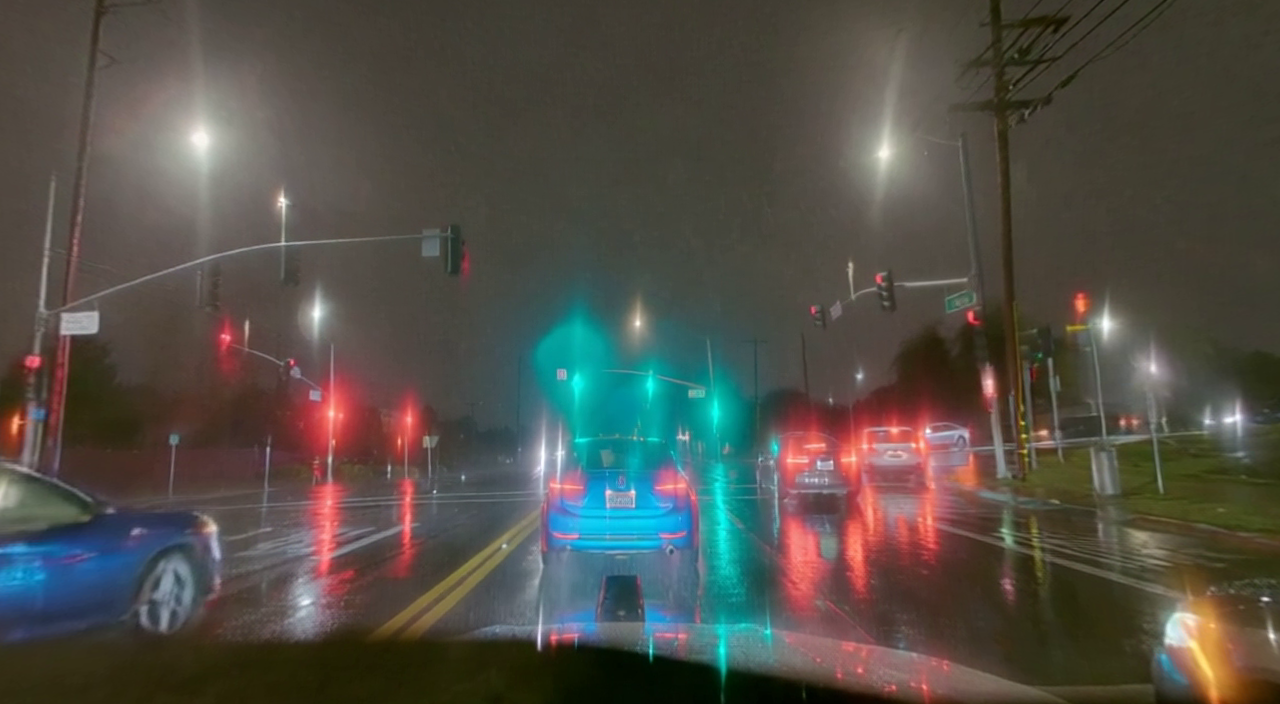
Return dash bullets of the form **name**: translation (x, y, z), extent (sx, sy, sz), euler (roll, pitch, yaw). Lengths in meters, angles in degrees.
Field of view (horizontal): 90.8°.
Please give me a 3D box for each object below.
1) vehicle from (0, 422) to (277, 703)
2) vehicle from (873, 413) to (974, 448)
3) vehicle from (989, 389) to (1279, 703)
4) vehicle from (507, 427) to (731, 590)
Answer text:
- **vehicle**: translation (-4.380, 1.149, 3.502), extent (2.106, 1.492, 4.312), euler (0, -8, 1)
- **vehicle**: translation (15.178, 4.239, 33.996), extent (4.431, 1.555, 1.886), euler (-4, -9, 2)
- **vehicle**: translation (2.929, 0.833, 1.710), extent (1.860, 1.494, 3.707), euler (0, -8, 1)
- **vehicle**: translation (-0.224, 1.758, 8.000), extent (2.061, 1.485, 4.196), euler (0, -8, -1)
